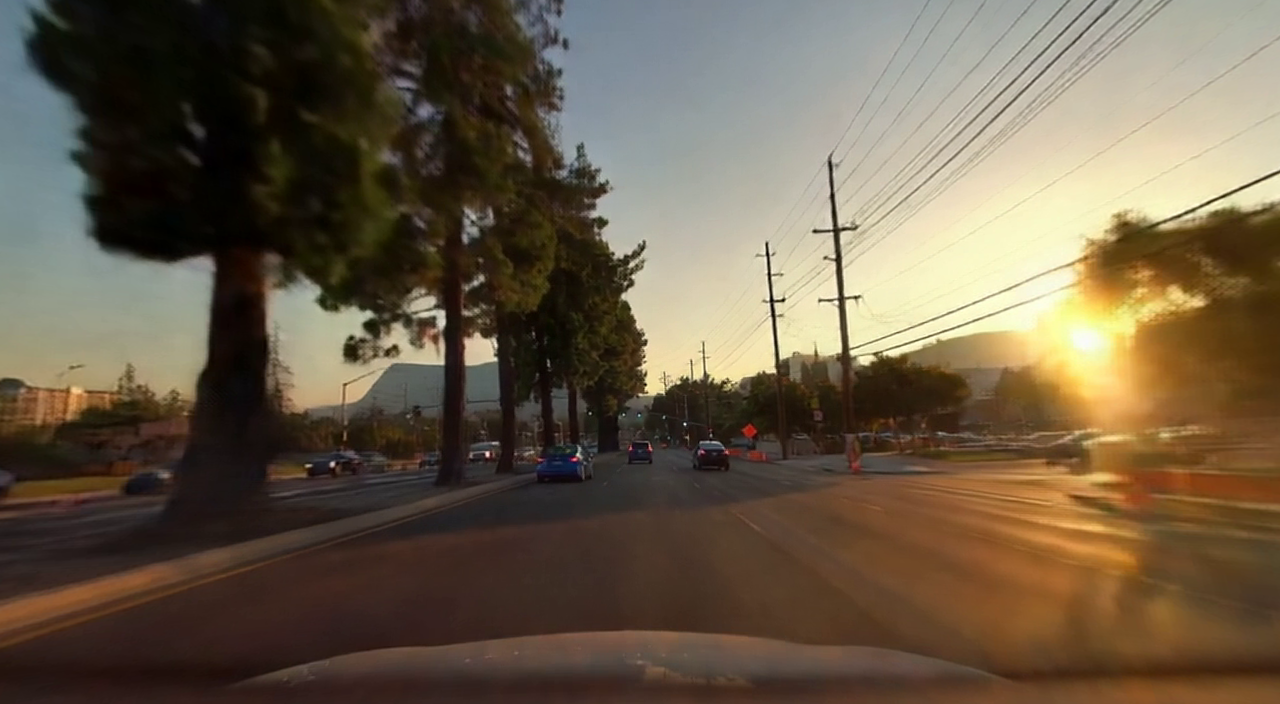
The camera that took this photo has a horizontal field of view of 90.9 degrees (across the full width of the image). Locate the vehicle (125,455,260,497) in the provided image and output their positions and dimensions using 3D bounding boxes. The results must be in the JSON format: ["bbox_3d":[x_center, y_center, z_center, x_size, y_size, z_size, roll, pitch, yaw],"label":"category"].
[{"bbox_3d":[-17.566,4.861,25.100,1.924,1.446,4.625,0,-9,1],"label":"vehicle"}]

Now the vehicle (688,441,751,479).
[{"bbox_3d":[3.320,4.630,27.246,2.142,1.475,4.565,0,-9,0],"label":"vehicle"}]

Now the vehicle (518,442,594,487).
[{"bbox_3d":[-2.978,4.119,23.532,2.087,1.480,4.825,0,-9,1],"label":"vehicle"}]

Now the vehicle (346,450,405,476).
[{"bbox_3d":[-17.315,7.266,41.512,1.813,1.513,4.457,0,-9,2],"label":"vehicle"}]

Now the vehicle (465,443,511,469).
[{"bbox_3d":[-9.536,6.518,39.781,1.774,1.535,3.828,0,-9,3],"label":"vehicle"}]

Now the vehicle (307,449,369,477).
[{"bbox_3d":[-20.953,7.684,43.940,1.977,1.760,4.569,0,-9,1],"label":"vehicle"}]

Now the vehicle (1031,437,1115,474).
[{"bbox_3d":[19.273,4.552,27.961,4.677,1.466,1.928,8,-11,-42],"label":"vehicle"}]

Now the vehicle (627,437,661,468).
[{"bbox_3d":[0.251,6.300,39.672,2.060,1.845,4.151,0,-8,1],"label":"vehicle"}]
